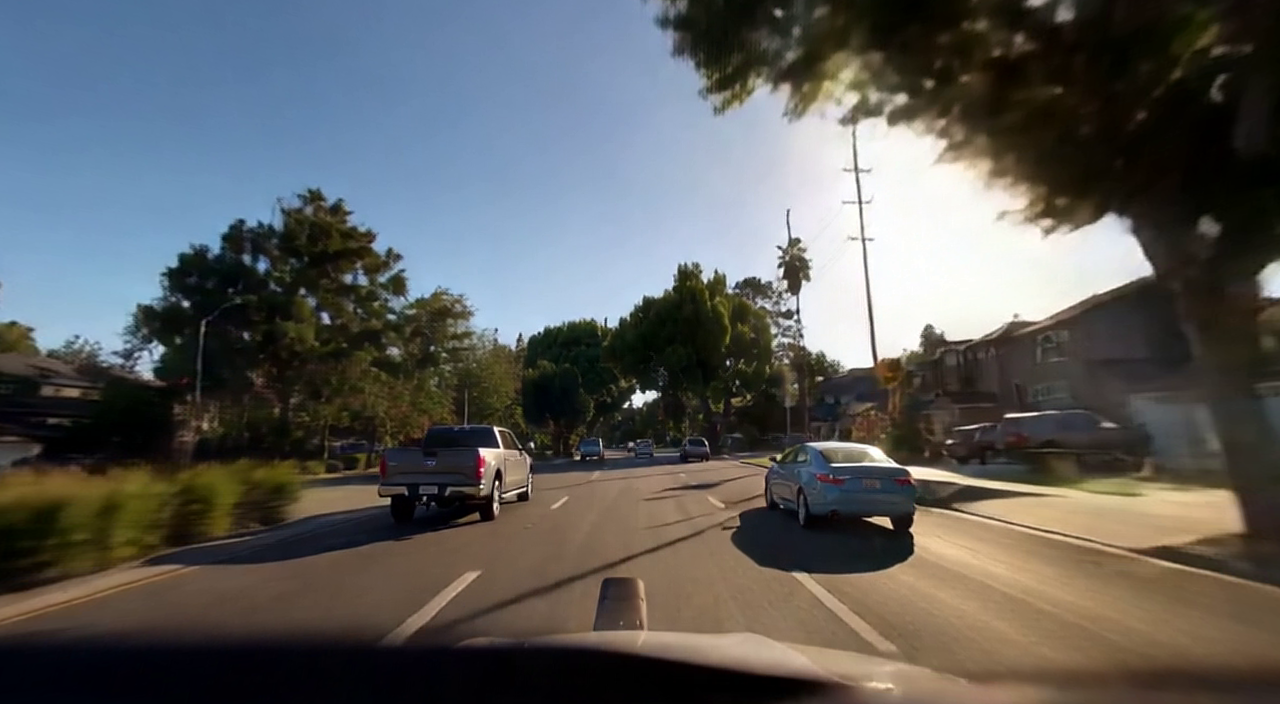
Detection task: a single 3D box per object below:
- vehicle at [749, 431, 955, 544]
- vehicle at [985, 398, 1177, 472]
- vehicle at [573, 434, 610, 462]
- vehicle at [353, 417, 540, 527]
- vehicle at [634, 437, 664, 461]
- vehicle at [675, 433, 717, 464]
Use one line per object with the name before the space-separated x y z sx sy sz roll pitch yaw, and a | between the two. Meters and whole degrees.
vehicle | 3.153 2.066 10.449 1.884 1.463 4.195 0 -8 -1
vehicle | 14.951 2.848 21.678 4.801 2.233 2.222 -2 -8 -1
vehicle | -3.349 6.699 44.367 2.218 1.829 4.492 0 -8 0
vehicle | -3.519 2.283 12.818 2.111 1.745 5.274 0 -8 0
vehicle | 0.613 6.936 45.498 1.997 1.636 3.760 0 -8 -2
vehicle | 3.477 6.066 40.097 2.099 1.845 4.363 0 -8 -2
